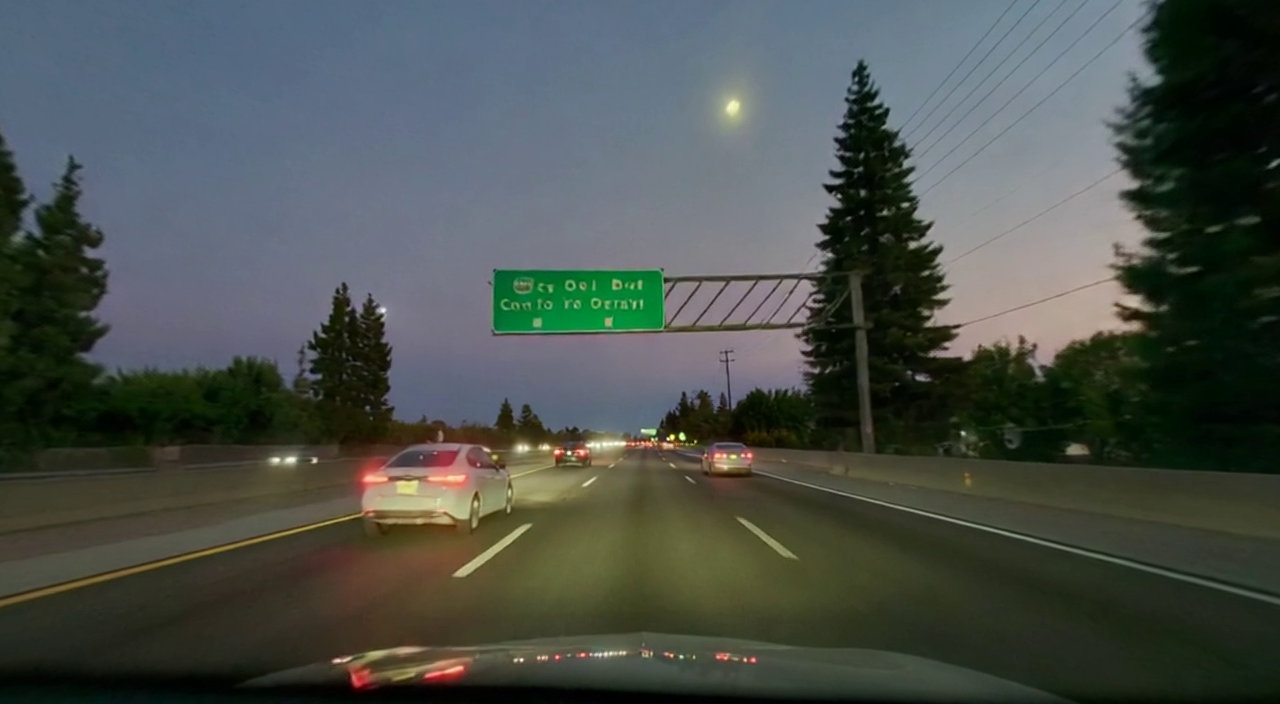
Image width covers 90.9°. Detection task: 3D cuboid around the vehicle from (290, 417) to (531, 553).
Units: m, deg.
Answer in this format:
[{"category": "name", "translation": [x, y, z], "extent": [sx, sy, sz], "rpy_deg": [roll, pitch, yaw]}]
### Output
[{"category": "vehicle", "translation": [-3.151, 1.915, 9.778], "extent": [2.049, 1.620, 4.153], "rpy_deg": [0, -8, 2]}]

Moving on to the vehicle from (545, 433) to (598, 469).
[{"category": "vehicle", "translation": [-3.561, 5.259, 33.661], "extent": [2.217, 1.773, 4.553], "rpy_deg": [0, -8, 1]}]

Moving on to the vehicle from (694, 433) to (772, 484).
[{"category": "vehicle", "translation": [3.072, 3.628, 21.706], "extent": [1.996, 1.579, 3.841], "rpy_deg": [0, -8, -1]}]
